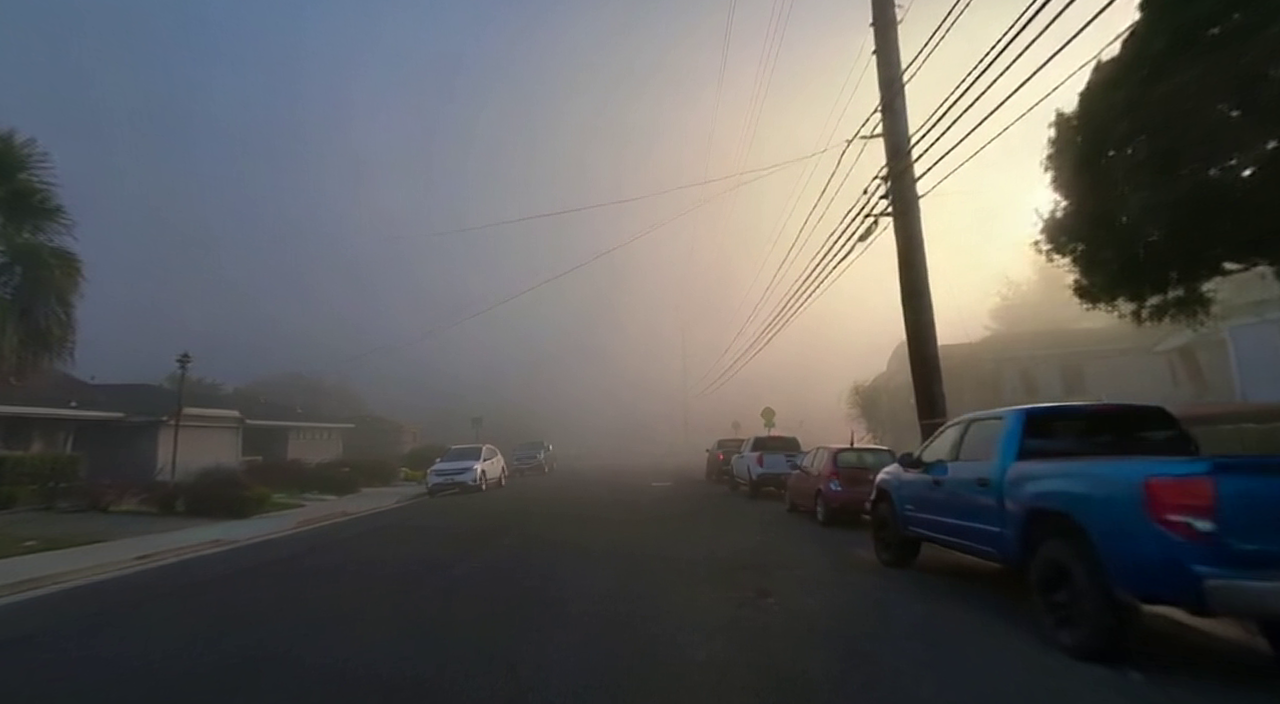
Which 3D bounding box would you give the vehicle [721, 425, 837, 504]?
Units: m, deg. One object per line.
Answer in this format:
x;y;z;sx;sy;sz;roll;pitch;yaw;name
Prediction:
3.420;2.882;16.550;1.979;1.762;4.621;0;-8;0;vehicle

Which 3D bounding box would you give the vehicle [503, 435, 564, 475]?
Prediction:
-5.886;5.810;35.785;2.455;2.045;6.171;0;-8;0;vehicle

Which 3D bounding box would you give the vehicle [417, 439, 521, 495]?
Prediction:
-5.879;4.009;22.484;2.226;1.768;4.780;0;-8;2;vehicle

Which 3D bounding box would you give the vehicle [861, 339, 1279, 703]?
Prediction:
3.540;1.150;4.979;2.012;1.777;4.505;0;-8;1;vehicle
